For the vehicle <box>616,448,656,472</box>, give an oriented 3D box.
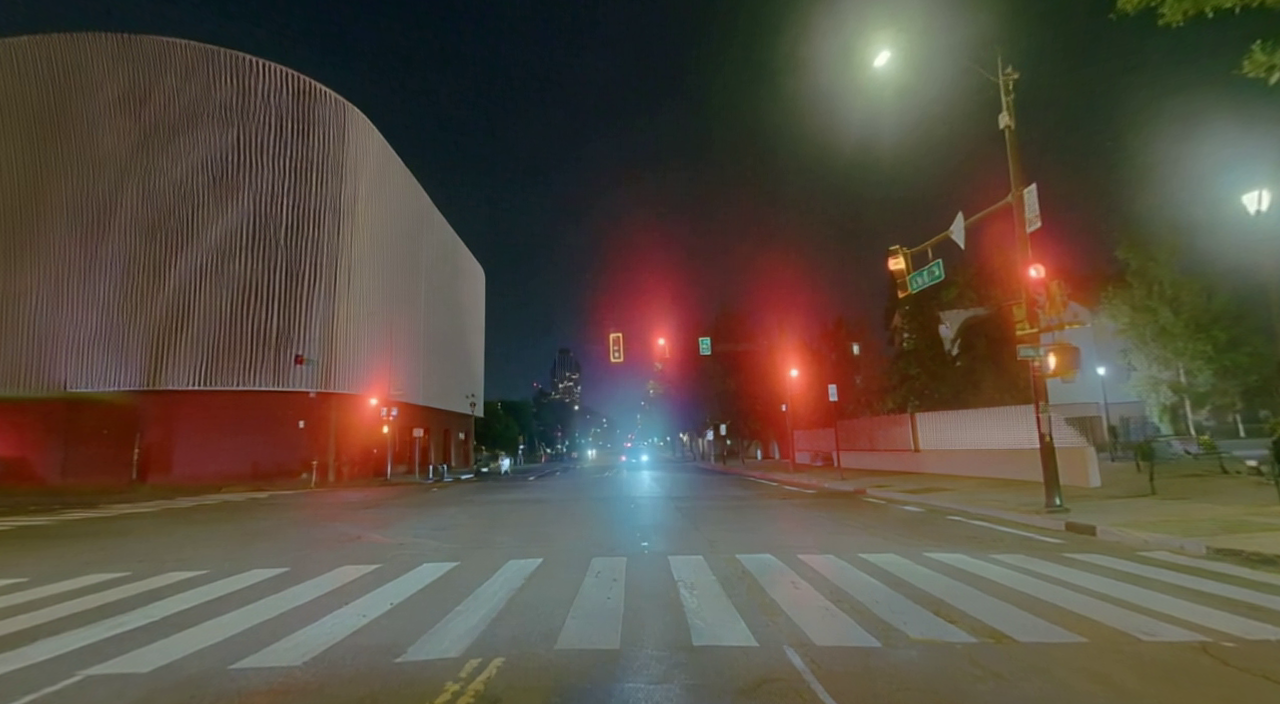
[{"bbox_3d":[-0.201,6.965,41.084,2.088,1.452,4.833,-1,-8,6],"label":"vehicle"}]
